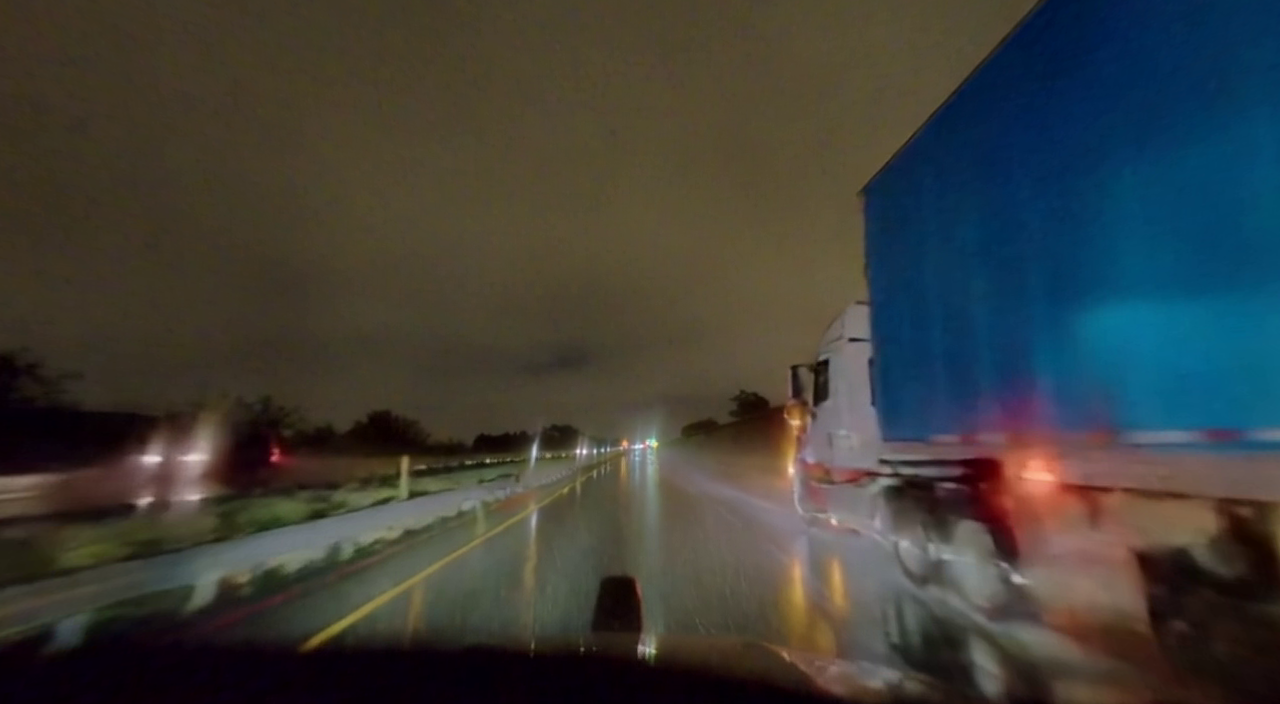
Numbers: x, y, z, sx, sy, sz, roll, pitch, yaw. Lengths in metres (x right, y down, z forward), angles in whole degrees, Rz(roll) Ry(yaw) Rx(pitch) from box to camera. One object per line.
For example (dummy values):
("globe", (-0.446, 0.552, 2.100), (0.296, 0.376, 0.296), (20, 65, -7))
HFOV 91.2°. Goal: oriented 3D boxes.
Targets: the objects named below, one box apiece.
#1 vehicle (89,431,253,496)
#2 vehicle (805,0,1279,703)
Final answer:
("vehicle", (-21.138, 5.043, 28.861), (2.345, 2.583, 6.782), (0, -9, -1))
("vehicle", (3.954, 0.148, 5.737), (3.038, 3.983, 6.291), (0, -9, 0))
